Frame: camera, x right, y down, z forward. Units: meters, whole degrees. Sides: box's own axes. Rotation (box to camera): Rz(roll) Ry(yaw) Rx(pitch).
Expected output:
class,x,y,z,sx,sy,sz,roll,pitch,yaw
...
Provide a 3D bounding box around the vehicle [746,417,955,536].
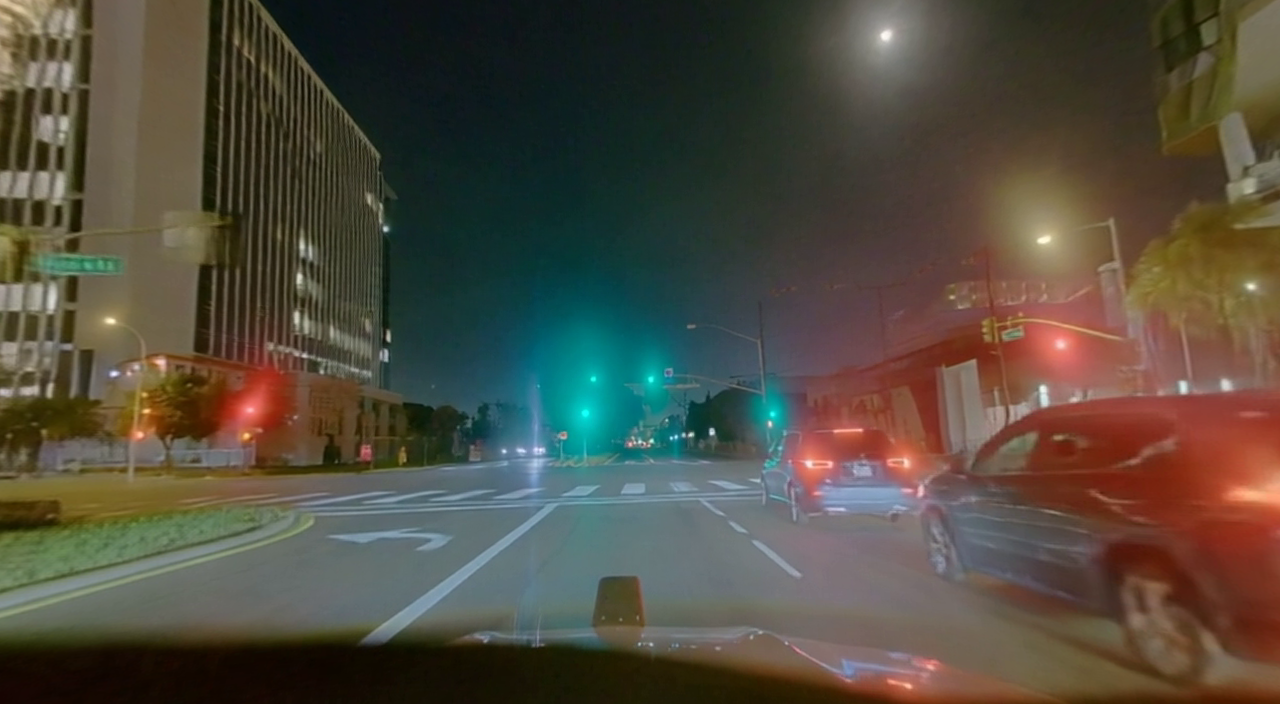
class,x,y,z,sx,sy,sz,roll,pitch,yaw
vehicle,3.303,2.054,10.968,2.060,1.631,4.169,0,-9,-2

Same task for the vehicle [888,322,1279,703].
class,x,y,z,sx,sy,sz,roll,pitch,yaw
vehicle,3.647,0.997,4.147,2.060,1.756,4.770,0,-9,0
